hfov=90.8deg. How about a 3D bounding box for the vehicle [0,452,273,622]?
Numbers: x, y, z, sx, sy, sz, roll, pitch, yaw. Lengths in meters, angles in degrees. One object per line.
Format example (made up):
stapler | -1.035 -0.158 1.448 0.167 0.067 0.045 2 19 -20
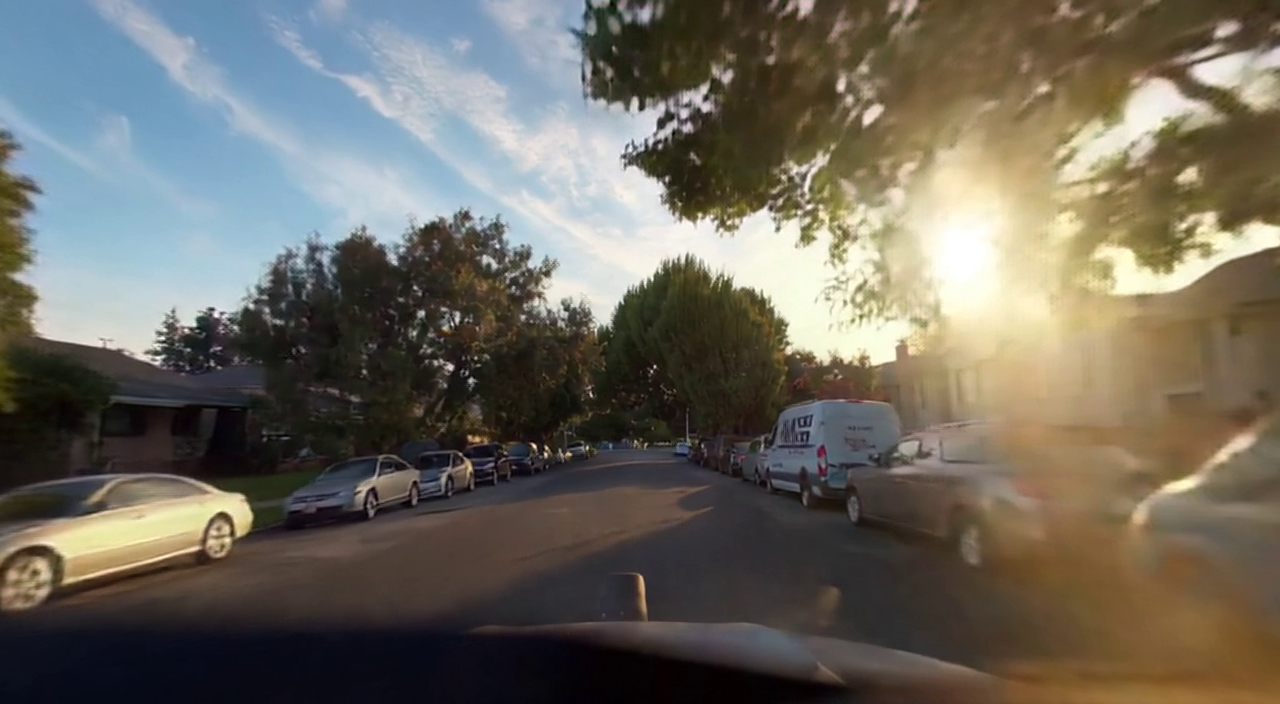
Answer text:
vehicle | -6.671 2.043 7.903 1.731 1.423 4.504 -2 -8 -4

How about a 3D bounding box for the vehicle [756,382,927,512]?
vehicle | 4.644 2.361 15.841 2.178 2.656 5.712 0 -9 -2

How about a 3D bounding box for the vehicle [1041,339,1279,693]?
vehicle | 4.483 0.744 2.497 2.072 1.883 5.576 0 -8 0

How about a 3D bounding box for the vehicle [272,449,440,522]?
vehicle | -6.694 3.158 15.631 1.869 1.467 4.921 0 -9 0

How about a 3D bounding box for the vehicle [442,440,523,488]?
vehicle | -6.689 4.800 27.574 2.162 1.846 5.426 0 -8 0

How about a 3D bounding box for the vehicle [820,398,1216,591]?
vehicle | 4.359 1.763 8.923 1.907 1.768 6.059 0 -8 1
